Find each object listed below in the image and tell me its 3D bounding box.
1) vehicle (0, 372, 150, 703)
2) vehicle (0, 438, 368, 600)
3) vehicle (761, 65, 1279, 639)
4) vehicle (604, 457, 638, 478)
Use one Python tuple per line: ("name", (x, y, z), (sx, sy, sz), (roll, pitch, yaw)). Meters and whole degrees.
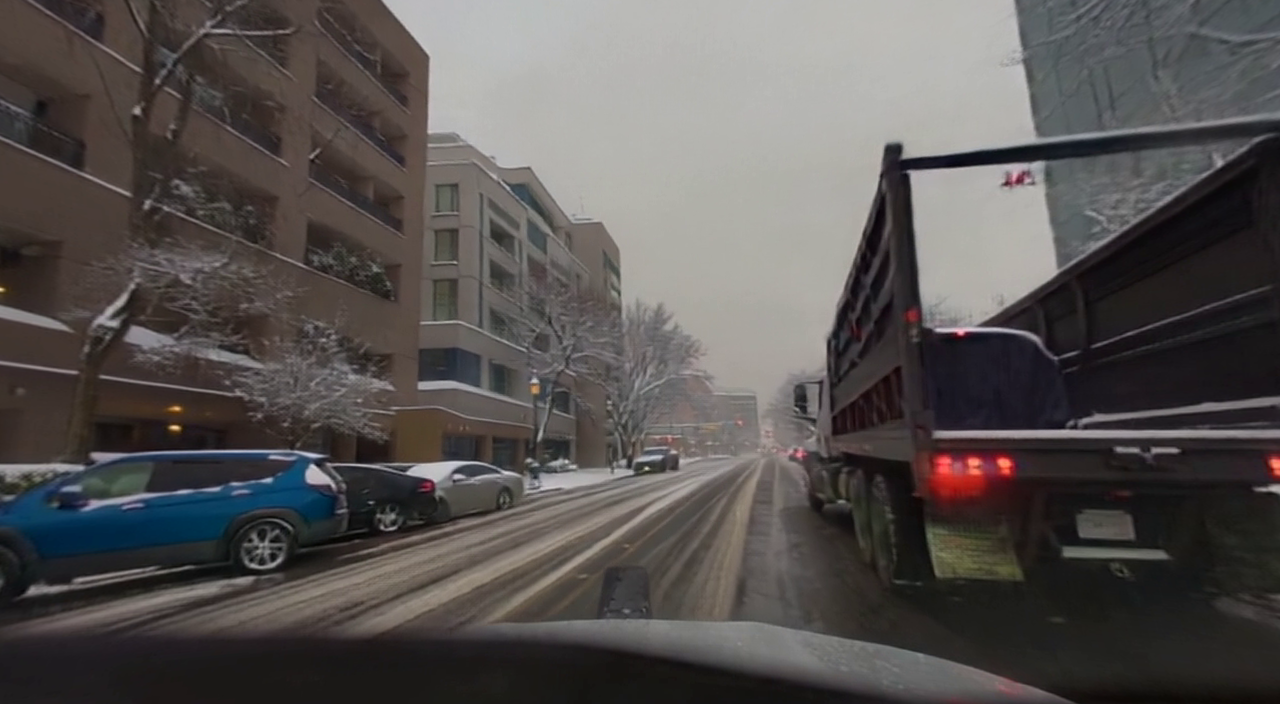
("vehicle", (-3.318, 0.638, 0.192), (2.311, 1.631, 4.510), (-1, -8, 9))
("vehicle", (-6.912, 2.214, 9.137), (5.022, 1.872, 2.137), (6, -10, -34))
("vehicle", (3.805, 0.740, 10.303), (3.320, 4.034, 11.553), (-2, -9, 11))
("vehicle", (-1.410, 8.928, 48.849), (1.798, 1.459, 4.306), (-1, -8, 10))
